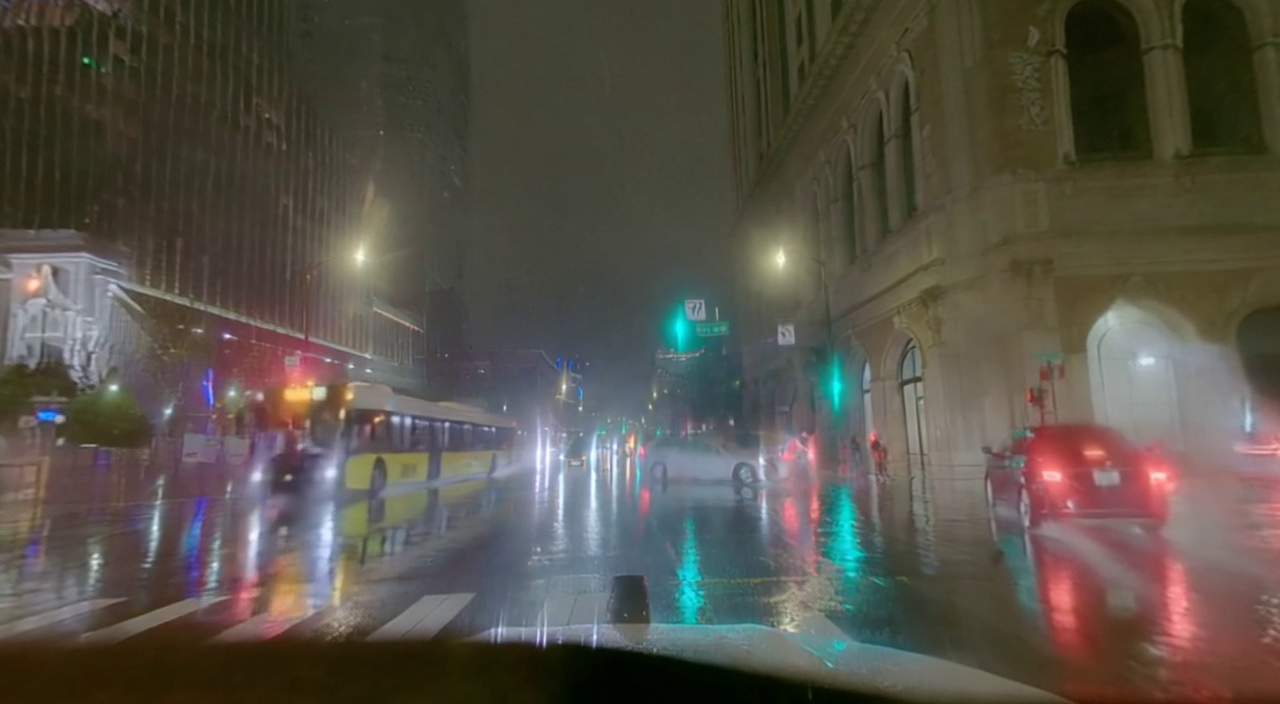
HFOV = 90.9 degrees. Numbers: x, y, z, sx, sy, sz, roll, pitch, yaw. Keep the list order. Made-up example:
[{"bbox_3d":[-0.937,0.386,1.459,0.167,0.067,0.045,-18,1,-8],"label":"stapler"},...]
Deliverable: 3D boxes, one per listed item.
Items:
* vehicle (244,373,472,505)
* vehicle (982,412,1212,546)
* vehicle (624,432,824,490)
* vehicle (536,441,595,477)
[{"bbox_3d":[-8.713,3.009,21.577,2.916,3.427,10.189,0,-8,1],"label":"vehicle"},{"bbox_3d":[6.433,1.777,9.489,2.006,1.495,4.271,-4,-9,26],"label":"vehicle"},{"bbox_3d":[2.408,3.184,18.525,5.388,1.465,2.050,-5,-8,27],"label":"vehicle"},{"bbox_3d":[-3.128,4.606,27.422,1.904,1.402,4.759,0,-8,1],"label":"vehicle"}]
